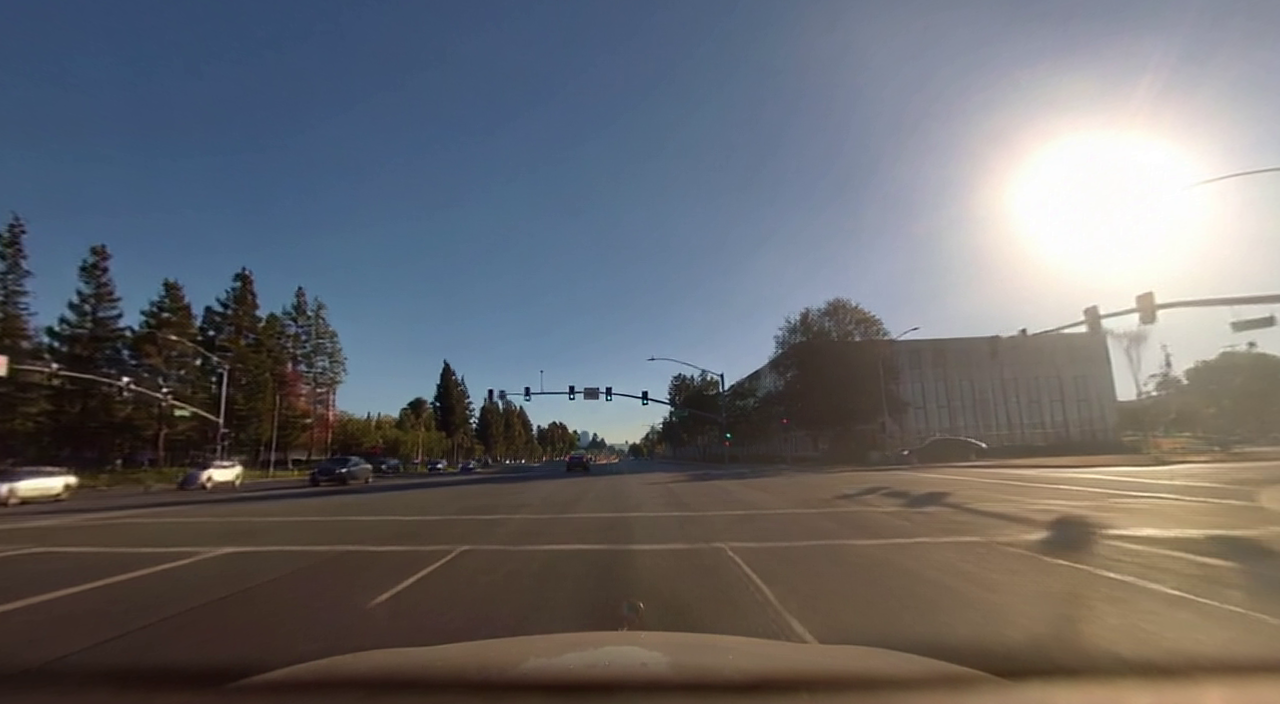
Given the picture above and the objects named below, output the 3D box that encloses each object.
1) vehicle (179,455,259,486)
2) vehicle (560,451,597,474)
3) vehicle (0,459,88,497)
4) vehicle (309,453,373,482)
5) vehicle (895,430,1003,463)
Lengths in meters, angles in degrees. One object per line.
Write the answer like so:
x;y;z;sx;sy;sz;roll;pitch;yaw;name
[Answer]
-25.594;7.188;38.574;1.877;1.640;4.337;0;-8;0;vehicle
-4.131;7.491;43.171;2.073;1.445;4.151;0;-8;0;vehicle
-28.967;5.933;30.009;1.789;1.579;4.026;0;-8;0;vehicle
-18.590;7.185;39.549;1.864;1.678;4.288;0;-8;1;vehicle
17.740;5.460;36.487;5.003;1.786;2.369;0;-8;-2;vehicle
